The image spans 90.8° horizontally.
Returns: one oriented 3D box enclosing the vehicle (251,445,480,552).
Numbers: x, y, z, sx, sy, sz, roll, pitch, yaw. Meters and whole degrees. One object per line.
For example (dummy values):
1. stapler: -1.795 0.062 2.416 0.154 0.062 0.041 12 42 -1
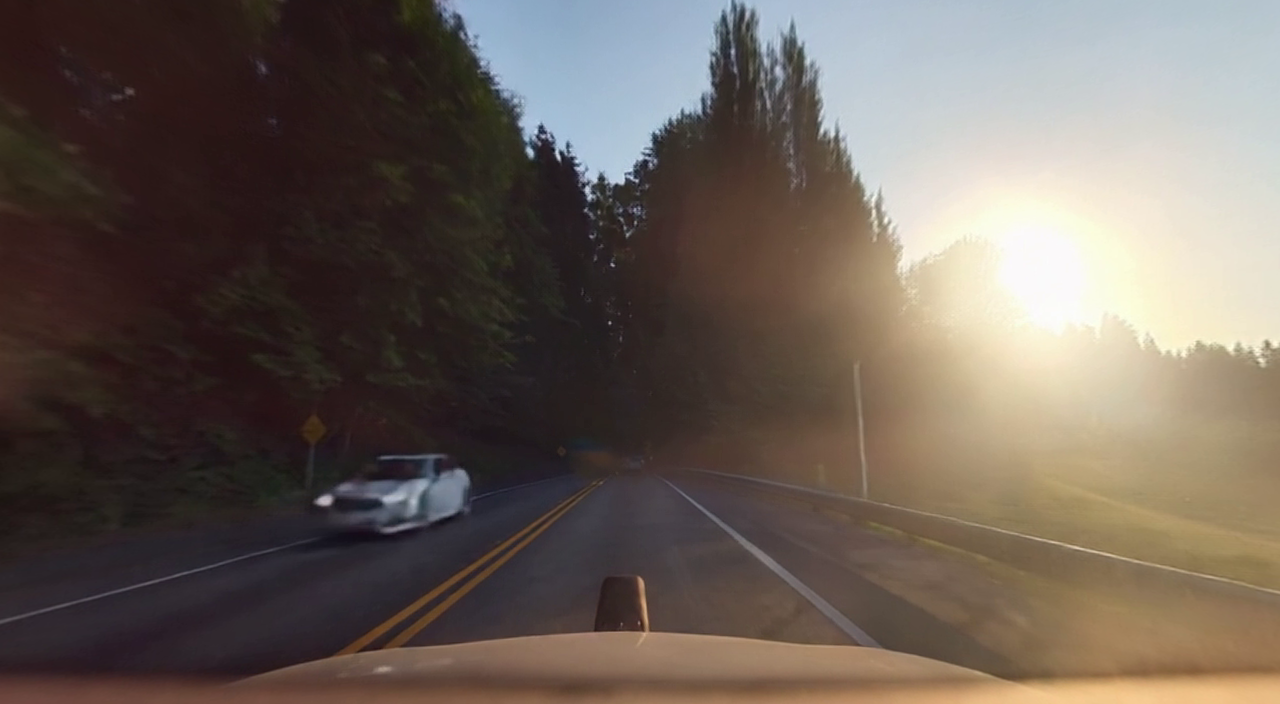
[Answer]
1. vehicle: -4.521 2.439 11.346 2.080 1.512 4.450 0 -8 0
